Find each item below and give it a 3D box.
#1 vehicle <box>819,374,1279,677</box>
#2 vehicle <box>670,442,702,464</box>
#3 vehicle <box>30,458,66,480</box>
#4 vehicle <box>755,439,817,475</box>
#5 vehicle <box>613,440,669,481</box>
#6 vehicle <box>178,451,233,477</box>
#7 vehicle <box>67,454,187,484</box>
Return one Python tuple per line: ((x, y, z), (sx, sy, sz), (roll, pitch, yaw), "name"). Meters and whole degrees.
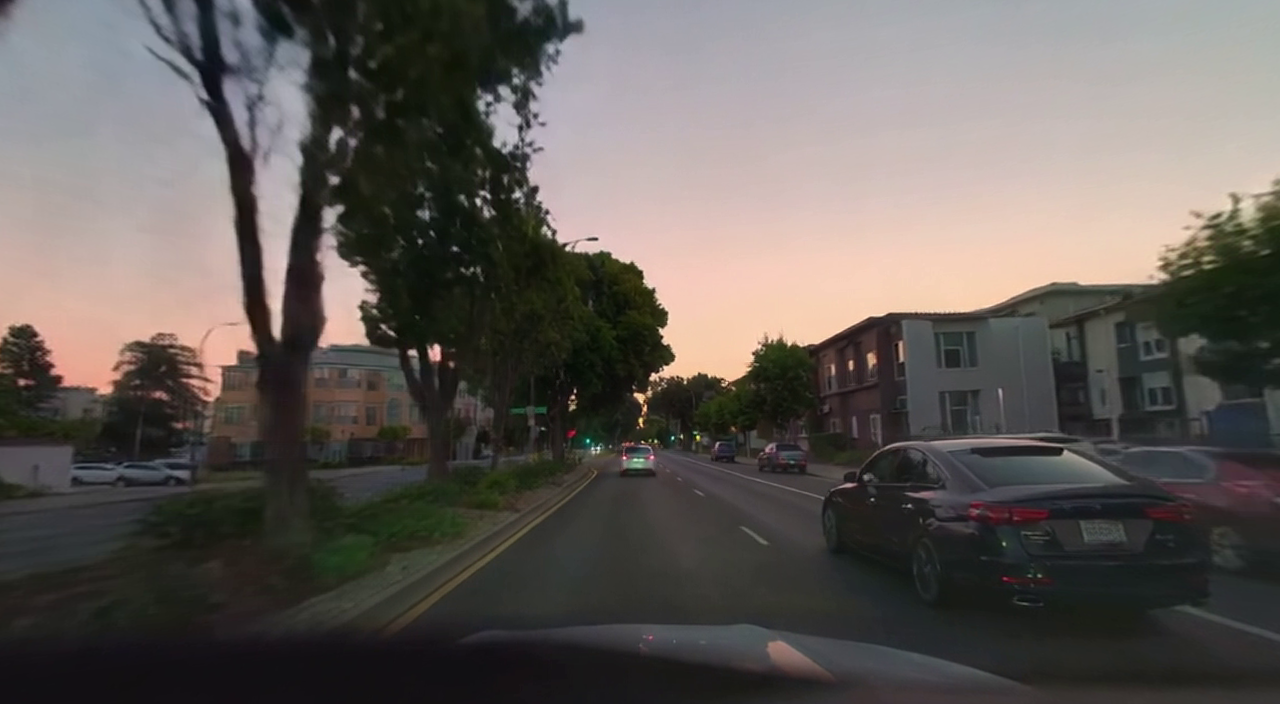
((3.222, 1.288, 5.716), (1.949, 1.723, 4.020), (0, -9, -1), "vehicle")
((3.291, 7.325, 45.822), (1.910, 1.474, 4.003), (0, -9, -1), "vehicle")
((-42.305, 8.344, 45.218), (1.653, 1.446, 3.567), (6, -12, -40), "vehicle")
((7.530, 5.456, 33.023), (2.115, 1.739, 4.528), (0, -9, 0), "vehicle")
((0.008, 4.194, 24.684), (2.006, 1.487, 3.535), (0, -9, -1), "vehicle")
((-30.904, 7.930, 44.879), (4.272, 1.704, 2.031), (-7, -11, 40), "vehicle")
((-27.712, 6.296, 34.236), (4.732, 1.497, 2.077), (-1, -9, 2), "vehicle")
